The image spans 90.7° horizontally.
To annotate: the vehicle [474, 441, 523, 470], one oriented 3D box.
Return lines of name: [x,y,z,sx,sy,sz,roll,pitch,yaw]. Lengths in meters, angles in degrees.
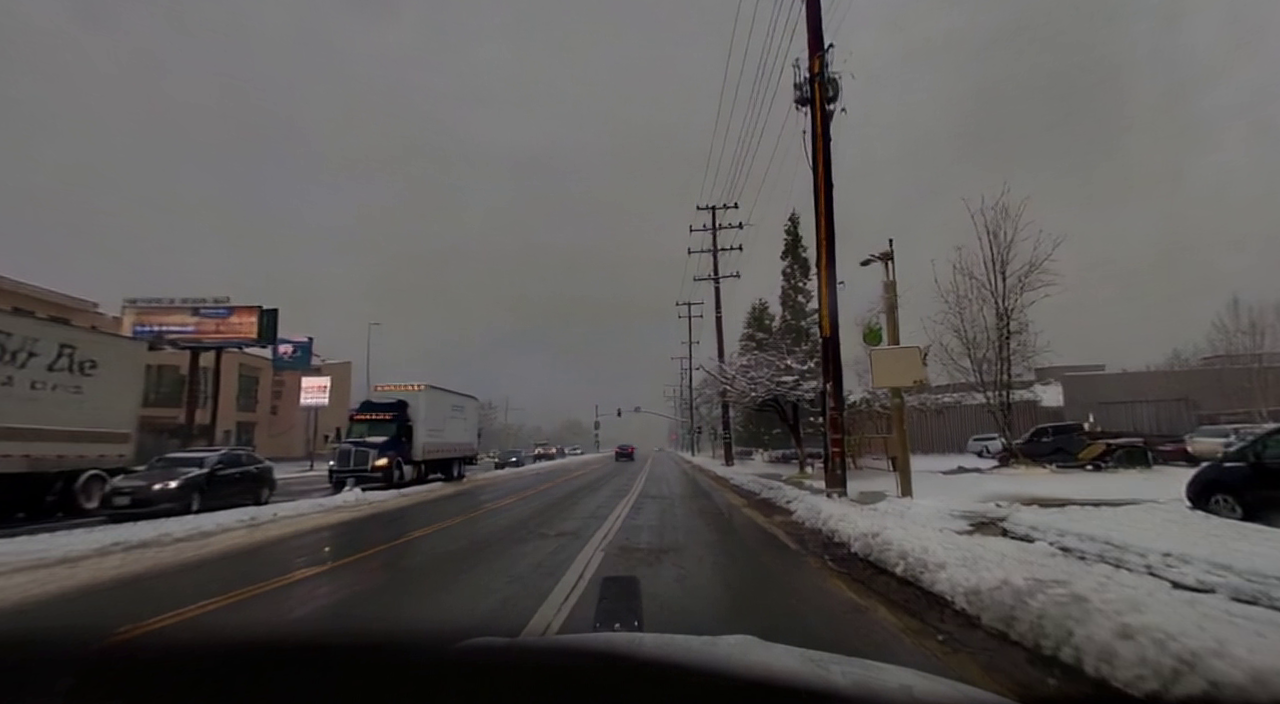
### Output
vehicle: [-9.128,6.745,41.137,2.004,1.745,4.445,-1,-9,2]

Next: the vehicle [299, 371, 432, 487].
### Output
vehicle: [-9.861,2.898,23.161,3.027,3.903,3.372,-1,-10,3]

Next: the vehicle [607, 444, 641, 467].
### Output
vehicle: [-1.085,7.356,44.987,2.040,1.492,5.114,-1,-9,3]

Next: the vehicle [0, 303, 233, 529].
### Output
vehicle: [-13.414,0.836,9.507,2.876,4.151,17.071,-1,-9,2]

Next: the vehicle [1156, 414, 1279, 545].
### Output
vehicle: [8.325,1.367,6.942,1.796,1.490,4.416,-3,-12,5]

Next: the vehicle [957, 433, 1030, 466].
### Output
vehicle: [18.009,4.984,32.403,1.697,1.559,3.647,-1,-9,2]
